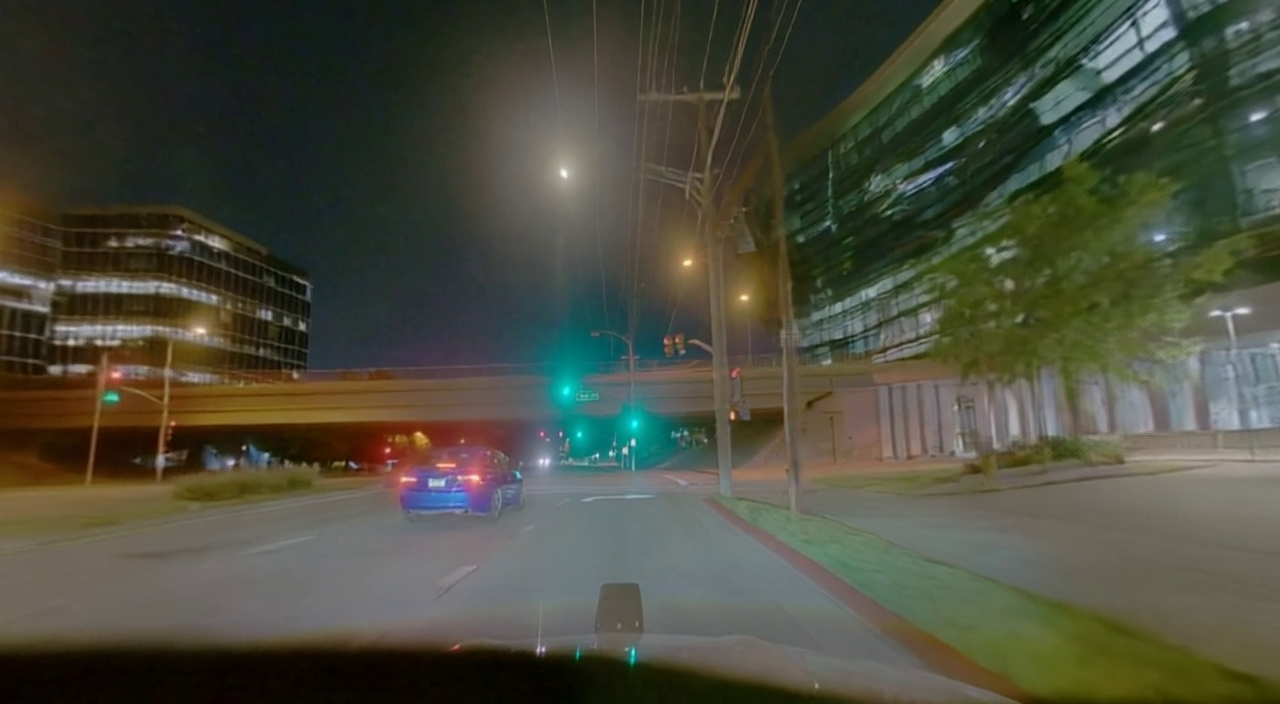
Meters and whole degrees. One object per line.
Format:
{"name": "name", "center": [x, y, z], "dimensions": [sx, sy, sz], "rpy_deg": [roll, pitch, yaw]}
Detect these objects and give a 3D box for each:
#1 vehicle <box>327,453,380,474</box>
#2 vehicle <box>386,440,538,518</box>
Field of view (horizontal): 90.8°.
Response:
{"name": "vehicle", "center": [-21.997, 8.587, 48.725], "dimensions": [2.051, 1.498, 4.337], "rpy_deg": [0, -9, -1]}
{"name": "vehicle", "center": [-3.774, 2.798, 14.402], "dimensions": [2.154, 1.465, 4.532], "rpy_deg": [0, -9, 0]}
